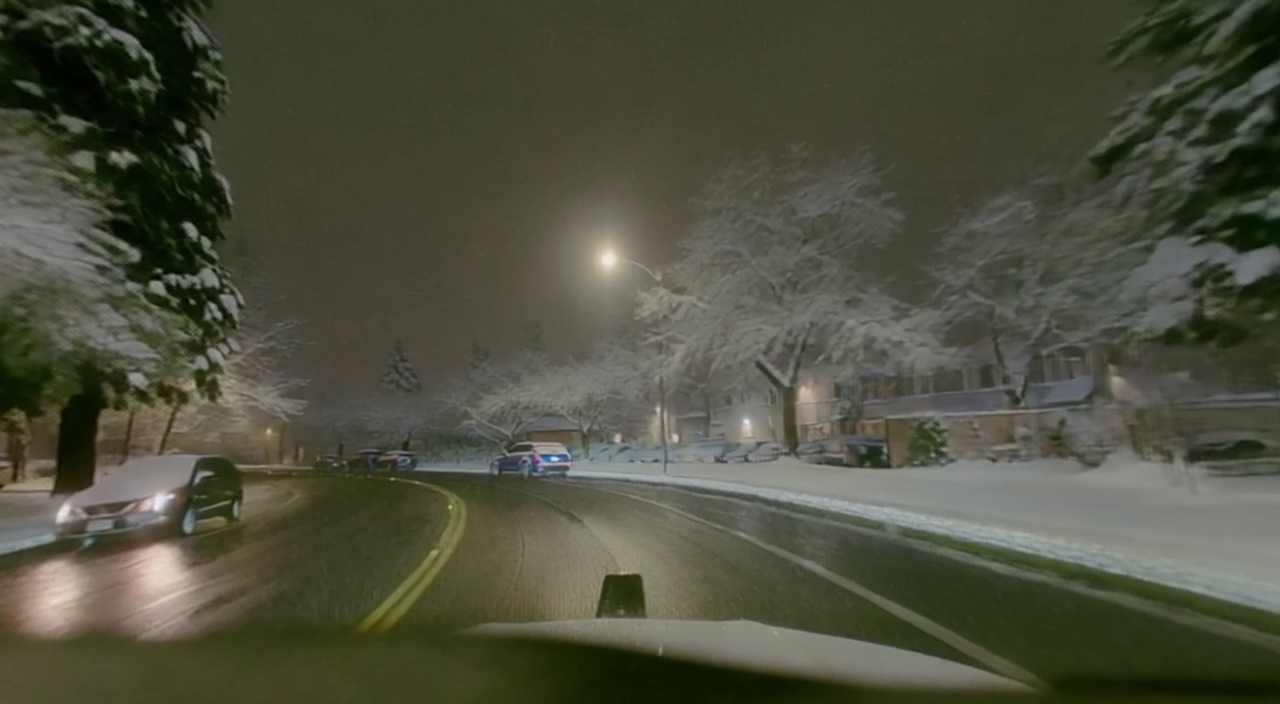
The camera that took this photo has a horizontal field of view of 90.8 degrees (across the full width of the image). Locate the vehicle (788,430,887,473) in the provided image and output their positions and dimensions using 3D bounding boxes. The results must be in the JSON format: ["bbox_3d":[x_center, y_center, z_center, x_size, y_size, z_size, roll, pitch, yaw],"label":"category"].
[{"bbox_3d":[9.060,4.450,28.815,4.372,1.723,2.229,5,-9,-40],"label":"vehicle"}]

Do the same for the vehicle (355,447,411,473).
[{"bbox_3d":[-18.464,7.683,45.214,2.055,1.731,4.686,8,-11,-42],"label":"vehicle"}]

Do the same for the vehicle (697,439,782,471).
[{"bbox_3d":[5.147,5.275,32.447,4.225,1.517,2.036,7,-11,-41],"label":"vehicle"}]

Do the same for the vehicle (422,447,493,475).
[{"bbox_3d":[-10.716,6.312,36.892,2.053,1.519,4.611,8,-11,-43],"label":"vehicle"}]

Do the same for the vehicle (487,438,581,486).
[{"bbox_3d":[-4.922,4.913,28.815,2.042,1.817,5.202,5,-8,-36],"label":"vehicle"}]

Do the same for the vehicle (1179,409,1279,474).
[{"bbox_3d":[17.896,2.673,19.012,4.666,1.711,1.900,7,-11,-43],"label":"vehicle"}]

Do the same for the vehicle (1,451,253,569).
[{"bbox_3d":[-9.620,2.870,12.520,2.206,1.537,4.946,-1,-7,-18],"label":"vehicle"}]
